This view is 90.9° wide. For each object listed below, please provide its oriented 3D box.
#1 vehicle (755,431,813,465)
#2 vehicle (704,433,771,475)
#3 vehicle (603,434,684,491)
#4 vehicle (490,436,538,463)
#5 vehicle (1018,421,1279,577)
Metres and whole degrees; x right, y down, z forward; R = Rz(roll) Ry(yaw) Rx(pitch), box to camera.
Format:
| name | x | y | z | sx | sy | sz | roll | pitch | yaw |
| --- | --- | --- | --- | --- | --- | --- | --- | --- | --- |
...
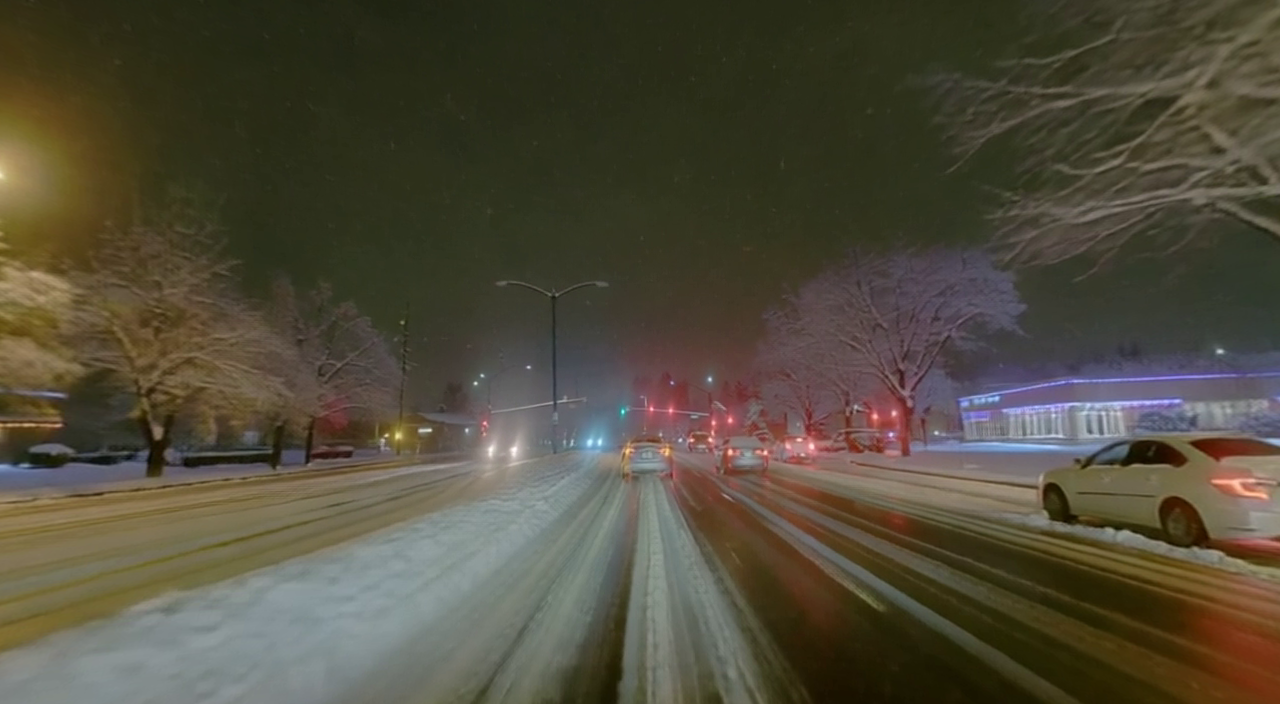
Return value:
| name | x | y | z | sx | sy | sz | roll | pitch | yaw |
| --- | --- | --- | --- | --- | --- | --- | --- | --- | --- |
| vehicle | 7.644 | 5.136 | 33.874 | 2.044 | 1.701 | 4.397 | 0 | -8 | 0 |
| vehicle | 3.787 | 4.050 | 25.202 | 1.988 | 1.528 | 4.144 | 0 | -8 | 0 |
| vehicle | 0.140 | 3.163 | 18.387 | 2.096 | 1.473 | 3.893 | 0 | -8 | 2 |
| vehicle | -8.160 | 6.356 | 41.266 | 2.044 | 1.610 | 4.463 | -1 | -8 | 3 |
| vehicle | 7.233 | 1.746 | 8.249 | 1.892 | 1.515 | 4.400 | 0 | -8 | 1 |
